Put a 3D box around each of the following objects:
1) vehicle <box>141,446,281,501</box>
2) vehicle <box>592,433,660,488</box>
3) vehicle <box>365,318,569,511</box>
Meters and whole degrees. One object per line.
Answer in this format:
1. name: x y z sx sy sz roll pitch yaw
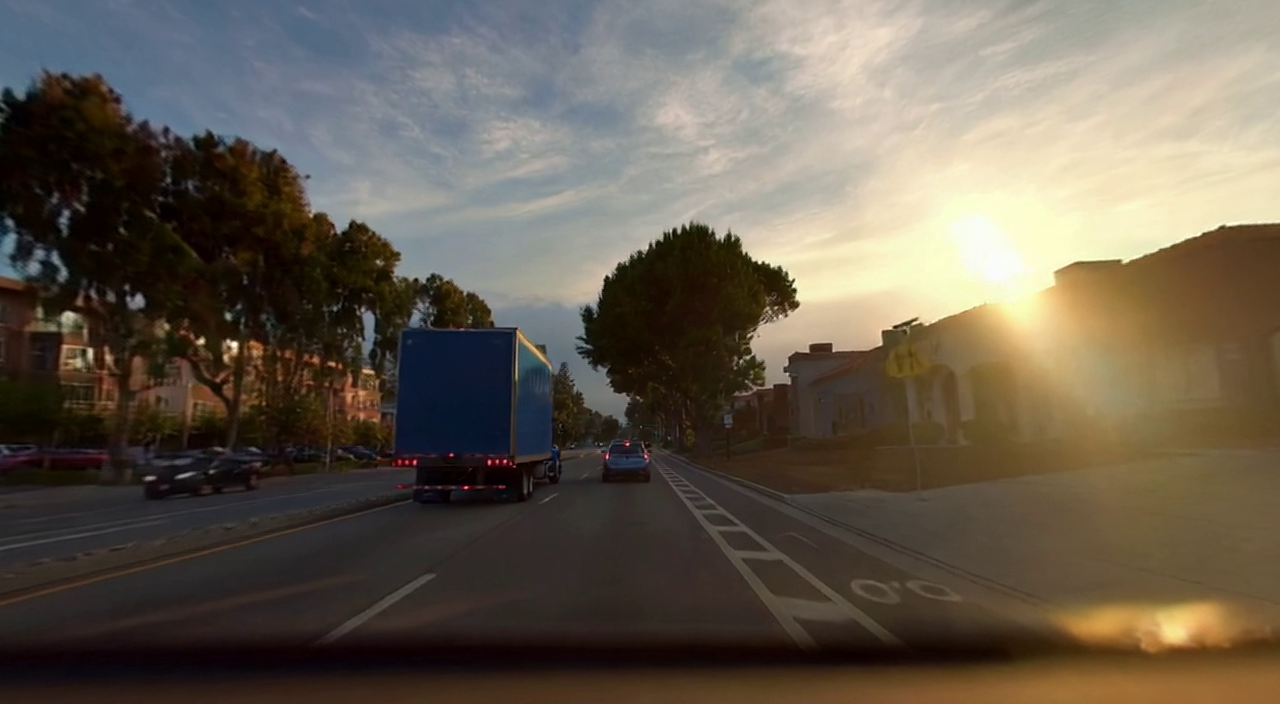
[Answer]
1. vehicle: -15.526 4.363 23.244 1.987 1.711 4.578 -3 -8 0
2. vehicle: -0.466 3.628 21.423 2.094 1.682 3.866 0 -9 -1
3. vehicle: -4.061 2.002 18.024 2.996 3.902 10.410 0 -8 -1
